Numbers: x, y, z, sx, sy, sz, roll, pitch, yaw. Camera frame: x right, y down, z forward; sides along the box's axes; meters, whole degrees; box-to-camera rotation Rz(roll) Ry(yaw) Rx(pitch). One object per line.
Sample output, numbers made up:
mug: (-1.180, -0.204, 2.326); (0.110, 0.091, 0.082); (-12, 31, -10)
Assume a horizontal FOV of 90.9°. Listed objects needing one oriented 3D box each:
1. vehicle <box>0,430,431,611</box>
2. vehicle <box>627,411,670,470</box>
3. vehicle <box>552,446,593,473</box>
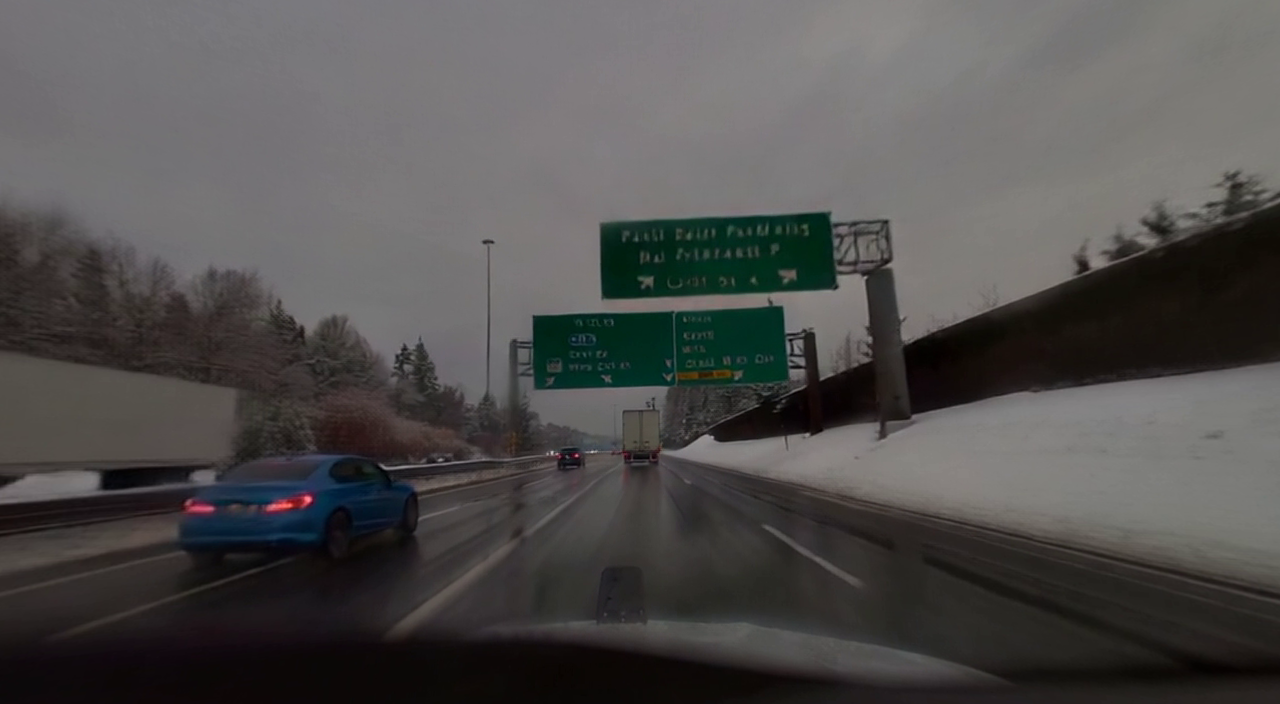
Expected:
vehicle: (-4.323, 1.749, 7.618); (1.977, 1.478, 4.702); (0, -9, 0)
vehicle: (0.596, 6.811, 48.169); (2.980, 4.051, 10.359); (0, -9, 0)
vehicle: (-4.023, 6.502, 38.277); (1.974, 1.531, 4.429); (0, -9, 0)
